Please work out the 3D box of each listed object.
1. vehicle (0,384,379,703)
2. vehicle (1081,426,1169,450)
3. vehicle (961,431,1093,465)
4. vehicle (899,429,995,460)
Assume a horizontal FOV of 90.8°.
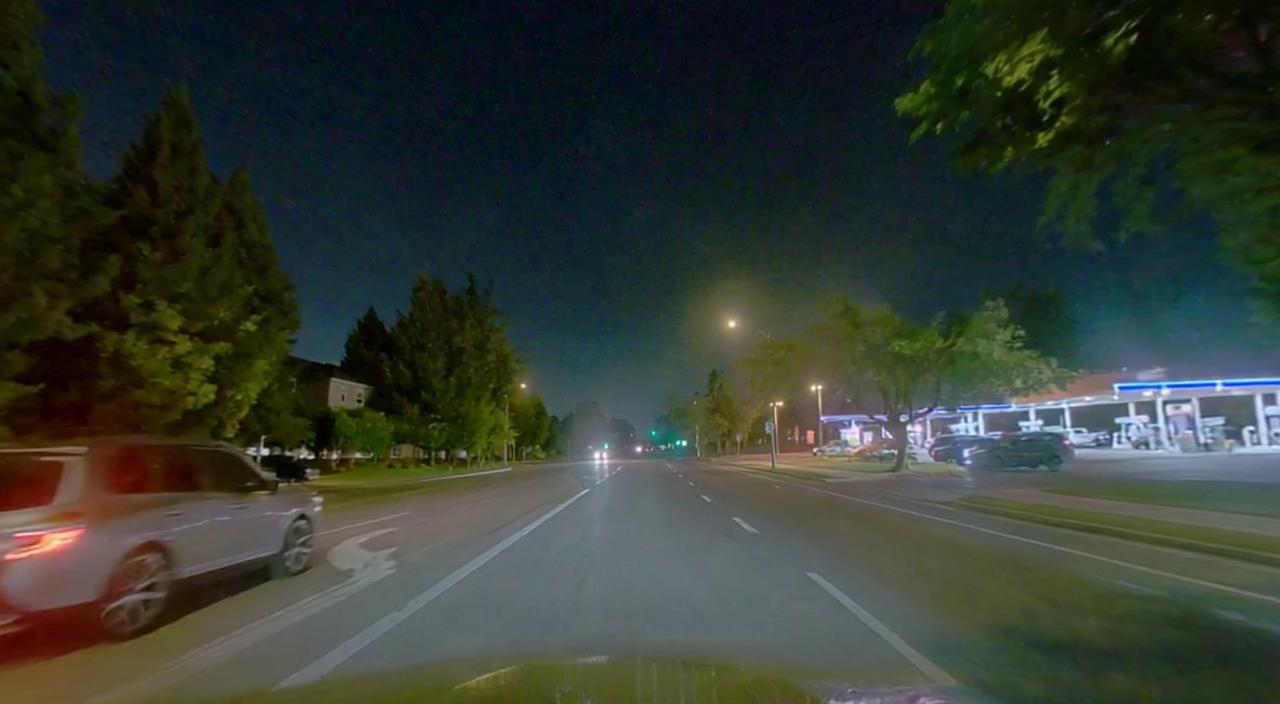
[{"bbox_3d":[-3.927,1.245,4.668,2.025,1.650,4.275,-1,-8,2],"label":"vehicle"},{"bbox_3d":[29.664,5.290,38.704,3.975,1.436,1.668,0,-8,-1],"label":"vehicle"},{"bbox_3d":[17.213,4.299,28.292,4.545,1.443,1.976,-1,-9,2],"label":"vehicle"},{"bbox_3d":[17.547,5.326,36.270,4.426,1.700,2.077,0,-8,-4],"label":"vehicle"}]
